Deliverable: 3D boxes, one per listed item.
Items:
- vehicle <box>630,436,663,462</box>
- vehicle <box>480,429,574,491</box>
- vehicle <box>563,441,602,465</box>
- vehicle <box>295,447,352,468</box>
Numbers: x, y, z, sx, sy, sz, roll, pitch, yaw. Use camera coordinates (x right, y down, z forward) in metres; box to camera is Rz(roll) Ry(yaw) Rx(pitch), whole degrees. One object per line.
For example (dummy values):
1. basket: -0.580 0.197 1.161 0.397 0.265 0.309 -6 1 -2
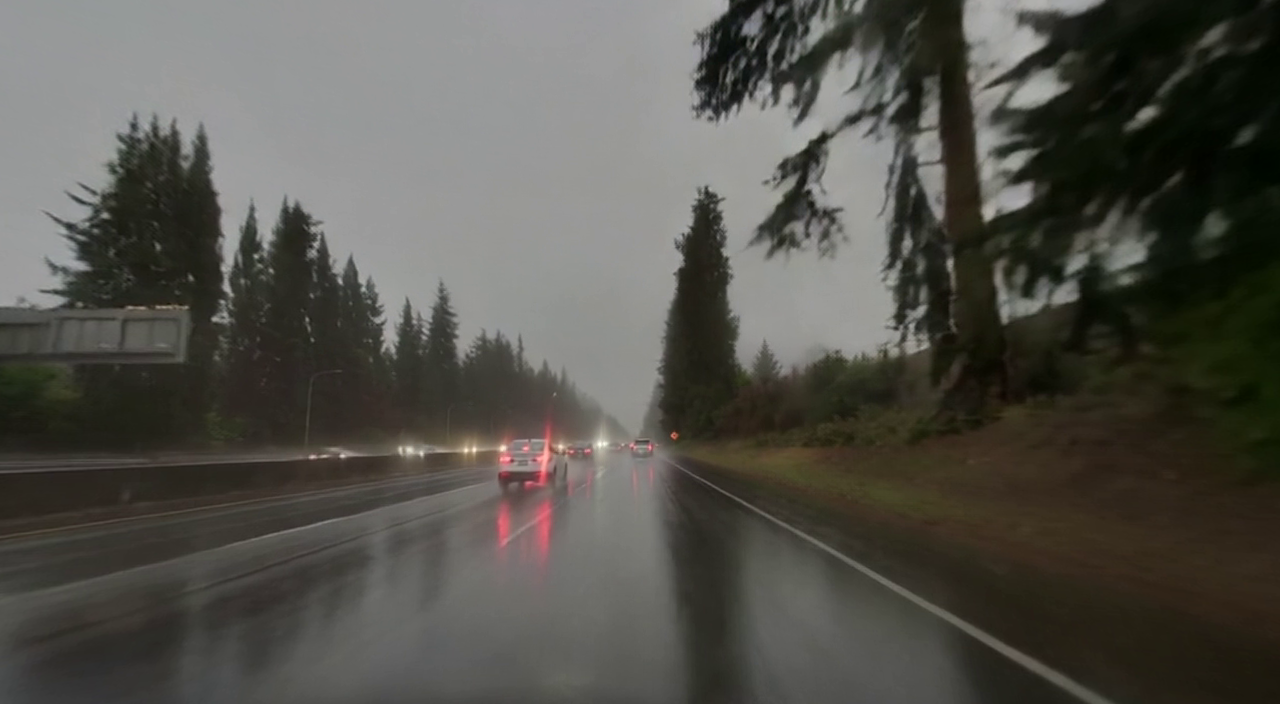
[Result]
1. vehicle: 0.435 7.137 46.298 2.285 1.797 4.478 0 -8 -1
2. vehicle: -3.306 3.256 19.264 2.056 1.679 4.204 0 -8 1
3. vehicle: -3.656 6.449 40.311 2.055 1.431 3.921 0 -8 1
4. vehicle: -24.762 8.232 49.262 1.938 1.479 4.731 0 -8 1
